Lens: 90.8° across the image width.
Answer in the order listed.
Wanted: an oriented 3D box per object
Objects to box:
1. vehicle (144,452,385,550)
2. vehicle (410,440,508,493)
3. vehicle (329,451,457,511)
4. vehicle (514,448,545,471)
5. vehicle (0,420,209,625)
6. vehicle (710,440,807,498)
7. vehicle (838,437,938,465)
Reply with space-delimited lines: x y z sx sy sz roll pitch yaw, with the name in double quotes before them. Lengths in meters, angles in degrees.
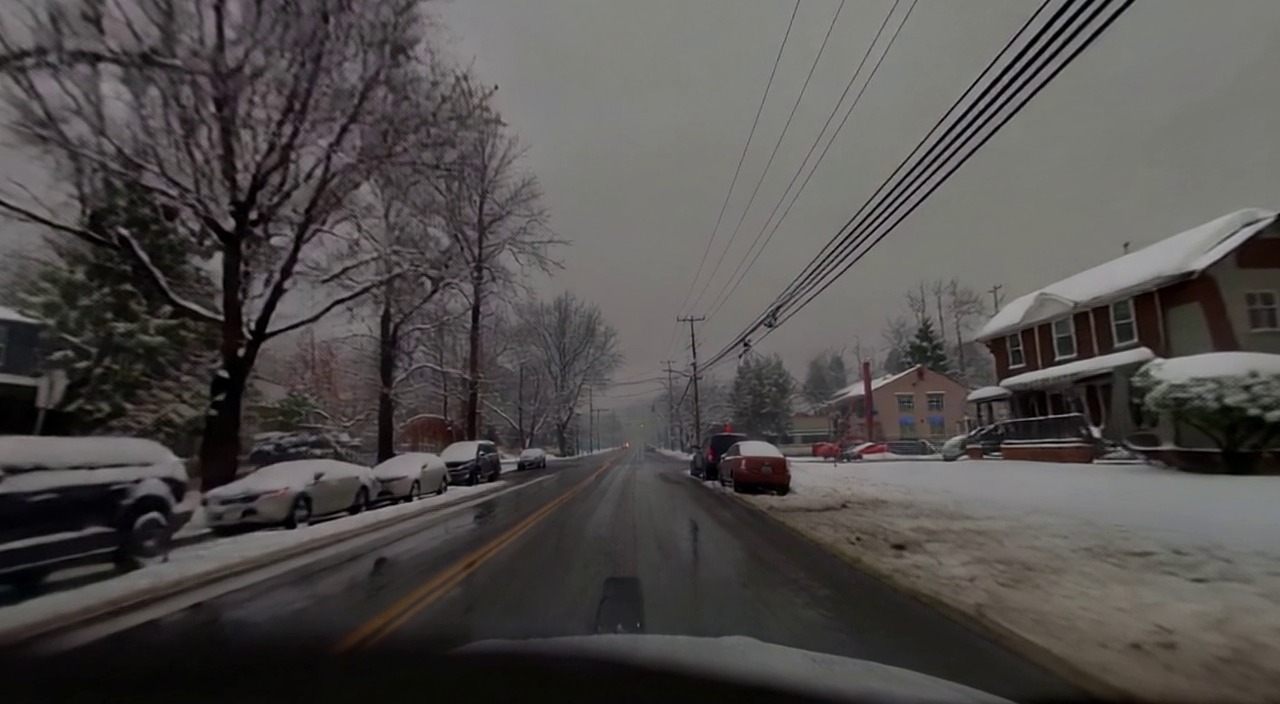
"vehicle" -6.853 2.713 12.285 1.860 1.469 4.573 0 -8 0
"vehicle" -6.806 4.350 24.475 2.151 1.789 5.482 0 -8 0
"vehicle" -6.885 3.604 18.209 1.854 1.460 4.582 0 -8 -1
"vehicle" -7.699 7.500 44.237 1.902 1.456 4.451 1 -9 -7
"vehicle" -6.738 1.620 6.241 1.963 1.820 4.297 0 -8 -2
"vehicle" 3.288 3.342 18.479 1.869 1.453 4.237 0 -8 -2
"vehicle" 16.122 6.464 41.278 5.662 1.761 2.050 0 -8 0
